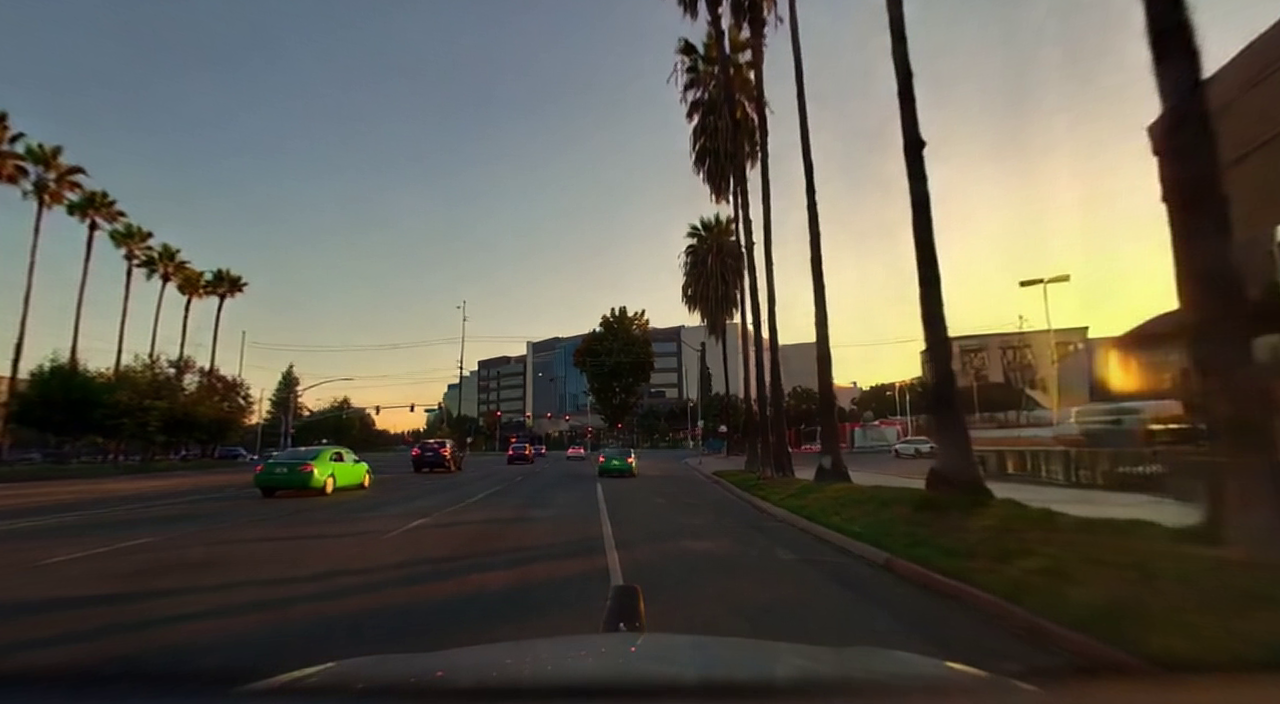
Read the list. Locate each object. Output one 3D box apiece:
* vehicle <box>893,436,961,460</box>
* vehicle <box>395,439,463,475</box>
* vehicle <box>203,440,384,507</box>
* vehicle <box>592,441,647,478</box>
[{"bbox_3d":[19.097,6.472,42.285,1.882,1.463,4.550,1,-10,-8],"label":"vehicle"},{"bbox_3d":[-10.767,5.394,32.700,2.108,1.669,5.076,1,-9,-4],"label":"vehicle"},{"bbox_3d":[-8.548,3.022,16.177,1.958,1.455,4.504,0,-9,2],"label":"vehicle"},{"bbox_3d":[-0.806,4.733,28.004,2.070,1.493,4.570,-1,-9,3],"label":"vehicle"}]
